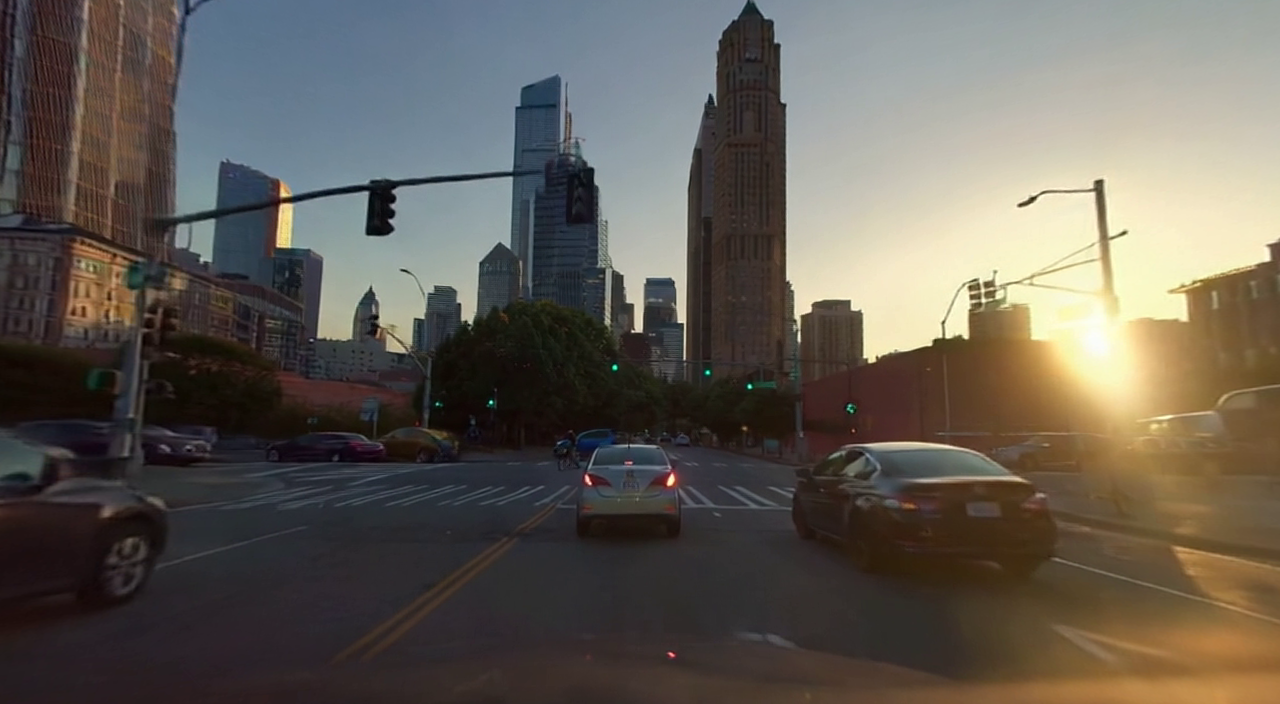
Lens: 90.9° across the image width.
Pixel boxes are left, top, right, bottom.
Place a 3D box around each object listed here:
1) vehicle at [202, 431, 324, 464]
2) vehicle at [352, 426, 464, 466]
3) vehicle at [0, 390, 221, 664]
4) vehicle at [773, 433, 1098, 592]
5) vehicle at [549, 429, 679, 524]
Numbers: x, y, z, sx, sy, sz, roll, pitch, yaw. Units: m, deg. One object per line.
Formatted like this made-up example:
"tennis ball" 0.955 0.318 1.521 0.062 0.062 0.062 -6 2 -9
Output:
"vehicle" -17.639 4.483 29.651 4.511 1.483 1.877 0 -8 0
"vehicle" -10.496 4.246 28.566 4.556 1.689 1.982 -3 -9 22
"vehicle" -4.970 1.061 3.755 2.111 1.661 4.537 1 -8 -5
"vehicle" 3.204 1.804 8.089 1.942 1.443 4.468 0 -8 -1
"vehicle" -0.477 2.231 11.818 2.031 1.461 3.763 0 -8 -2
